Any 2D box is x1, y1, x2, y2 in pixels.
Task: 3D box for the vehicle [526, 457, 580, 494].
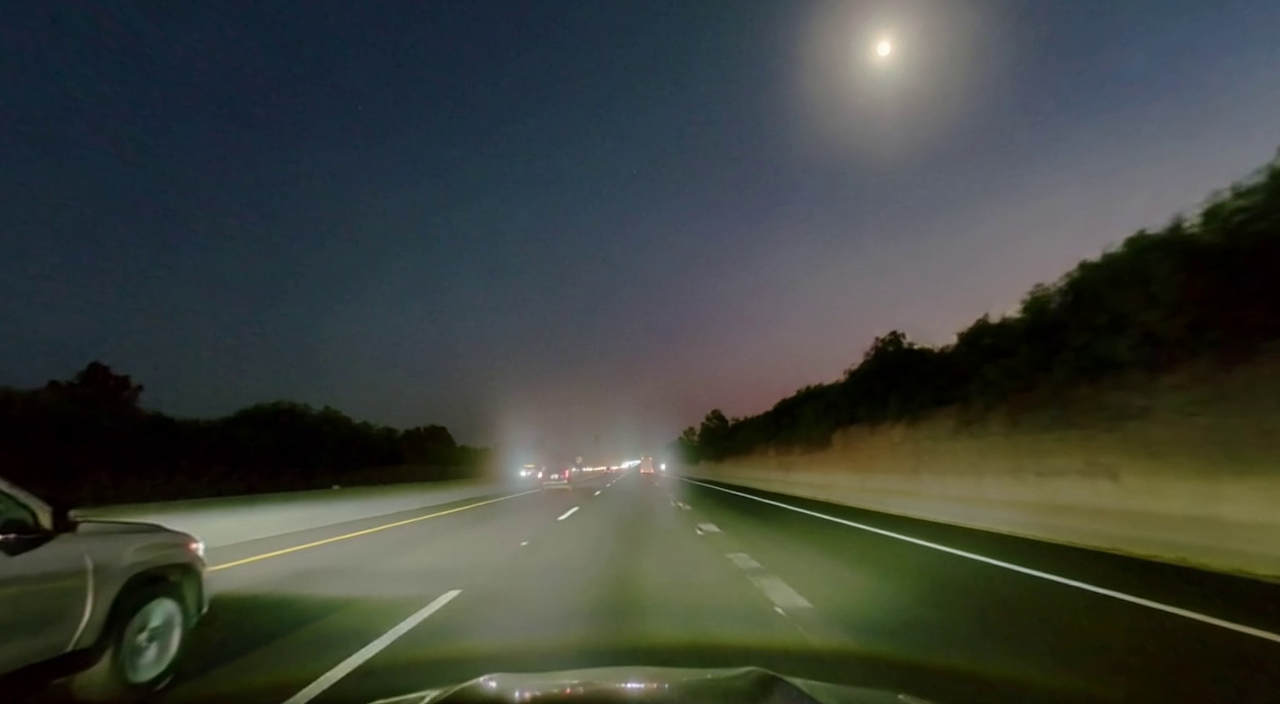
[{"bbox_3d":[-4.503,6.490,33.291,2.178,1.736,4.847,1,-10,0],"label":"vehicle"}]
